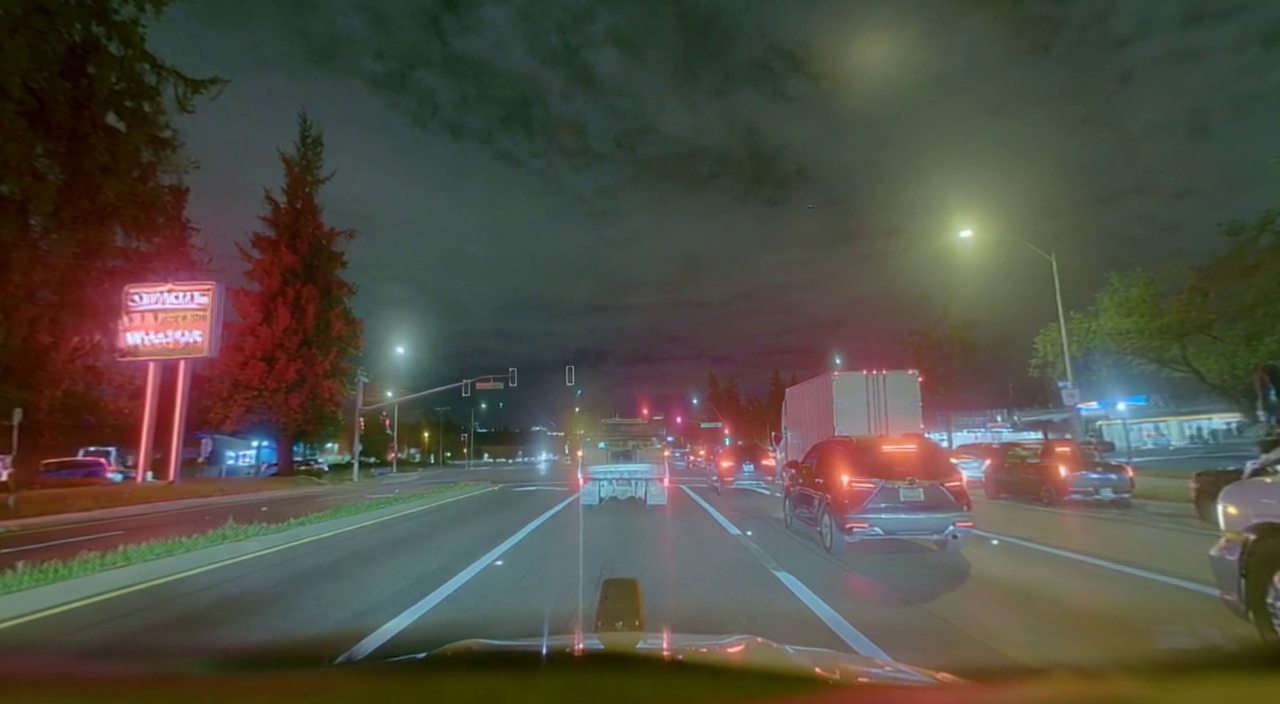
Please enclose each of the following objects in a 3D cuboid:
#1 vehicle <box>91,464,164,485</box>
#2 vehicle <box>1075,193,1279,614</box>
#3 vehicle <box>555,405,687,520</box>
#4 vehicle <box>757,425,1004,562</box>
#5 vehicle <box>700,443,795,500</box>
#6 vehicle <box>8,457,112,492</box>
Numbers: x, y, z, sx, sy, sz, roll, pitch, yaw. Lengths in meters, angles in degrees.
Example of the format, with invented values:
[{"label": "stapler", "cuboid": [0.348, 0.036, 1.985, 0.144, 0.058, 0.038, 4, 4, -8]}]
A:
[{"label": "vehicle", "cuboid": [-38.102, 9.115, 46.997, 4.150, 1.474, 1.826, -2, -9, 10]}, {"label": "vehicle", "cuboid": [6.505, 0.164, 3.481, 2.802, 3.322, 7.429, 0, -9, 0]}, {"label": "vehicle", "cuboid": [-0.396, 2.512, 14.725, 2.499, 2.183, 5.111, 0, -9, -1]}, {"label": "vehicle", "cuboid": [3.274, 2.044, 9.933, 1.905, 1.587, 4.998, 0, -9, 0]}, {"label": "vehicle", "cuboid": [3.028, 3.472, 18.774, 1.922, 1.483, 4.436, 0, -9, -2]}, {"label": "vehicle", "cuboid": [-28.599, 6.038, 31.334, 1.730, 1.534, 3.922, 1, -9, -7]}]
